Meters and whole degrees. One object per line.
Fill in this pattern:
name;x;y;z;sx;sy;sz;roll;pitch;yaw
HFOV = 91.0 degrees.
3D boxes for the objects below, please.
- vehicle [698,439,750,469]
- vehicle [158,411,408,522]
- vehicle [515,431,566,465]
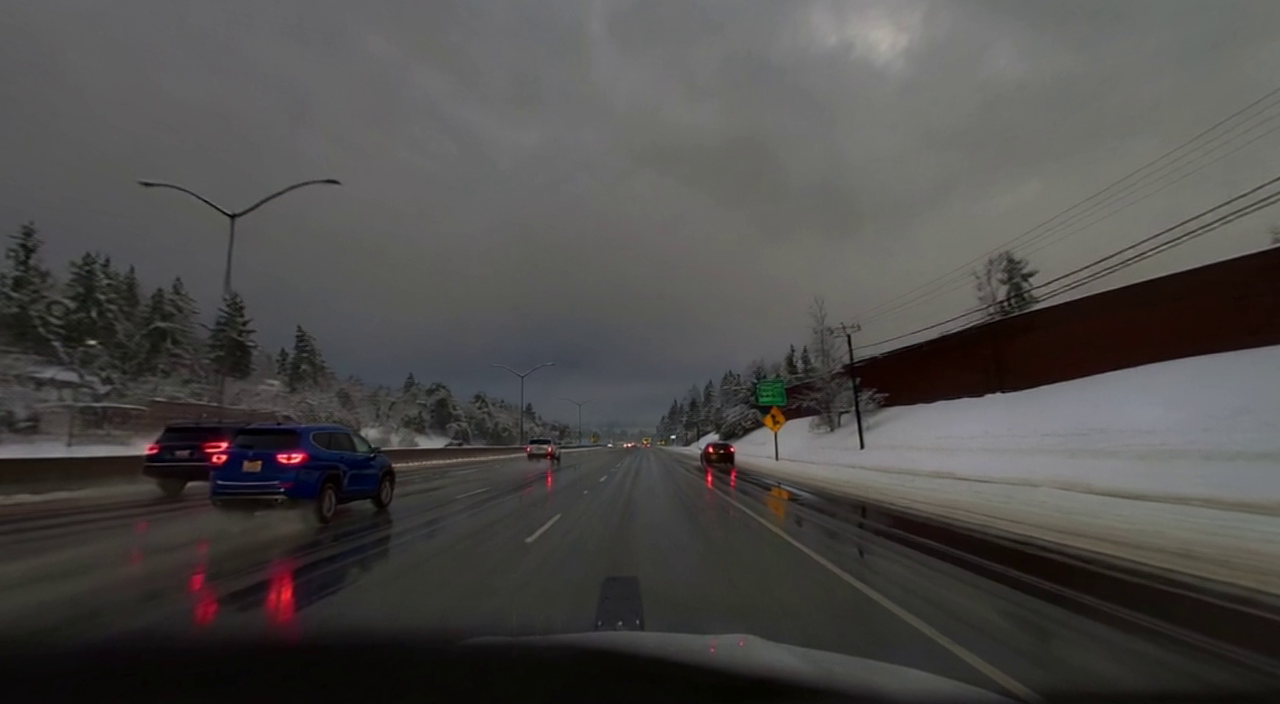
vehicle;4.635;5.709;35.331;2.251;1.520;4.550;0;-9;0
vehicle;-6.400;2.113;12.112;2.058;1.698;4.567;0;-9;1
vehicle;-6.046;5.936;38.925;2.255;1.934;4.868;0;-9;1
